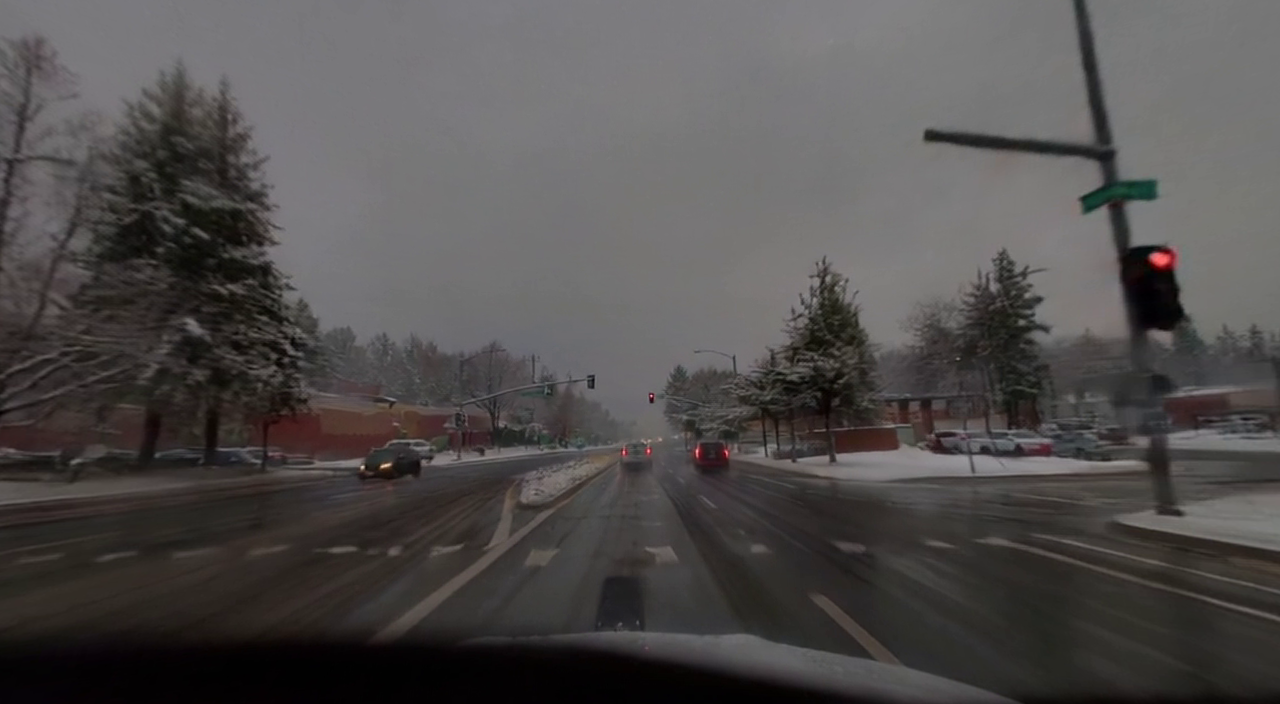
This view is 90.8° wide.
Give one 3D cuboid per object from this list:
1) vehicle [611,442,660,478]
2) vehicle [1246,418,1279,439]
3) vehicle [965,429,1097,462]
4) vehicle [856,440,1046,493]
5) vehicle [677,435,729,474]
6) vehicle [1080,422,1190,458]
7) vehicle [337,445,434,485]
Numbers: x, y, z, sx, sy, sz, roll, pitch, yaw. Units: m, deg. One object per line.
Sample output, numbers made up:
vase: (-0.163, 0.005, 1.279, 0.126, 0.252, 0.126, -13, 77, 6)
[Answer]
vehicle: (-0.171, 4.520, 26.693, 1.917, 1.418, 3.987, 0, -8, 0)
vehicle: (46.465, 5.679, 46.406, 1.796, 1.439, 4.254, -5, -10, 31)
vehicle: (18.135, 4.374, 29.485, 4.793, 1.470, 1.961, 0, -8, 1)
vehicle: (9.232, 3.438, 19.149, 4.662, 1.495, 1.998, -1, -8, 5)
vehicle: (3.006, 5.003, 30.979, 2.046, 1.768, 4.370, 0, -8, -1)
vehicle: (23.900, 4.289, 30.730, 1.956, 1.626, 4.151, 1, -8, -1)
vehicle: (-10.081, 4.485, 25.487, 2.033, 1.439, 4.567, 0, -8, 0)
